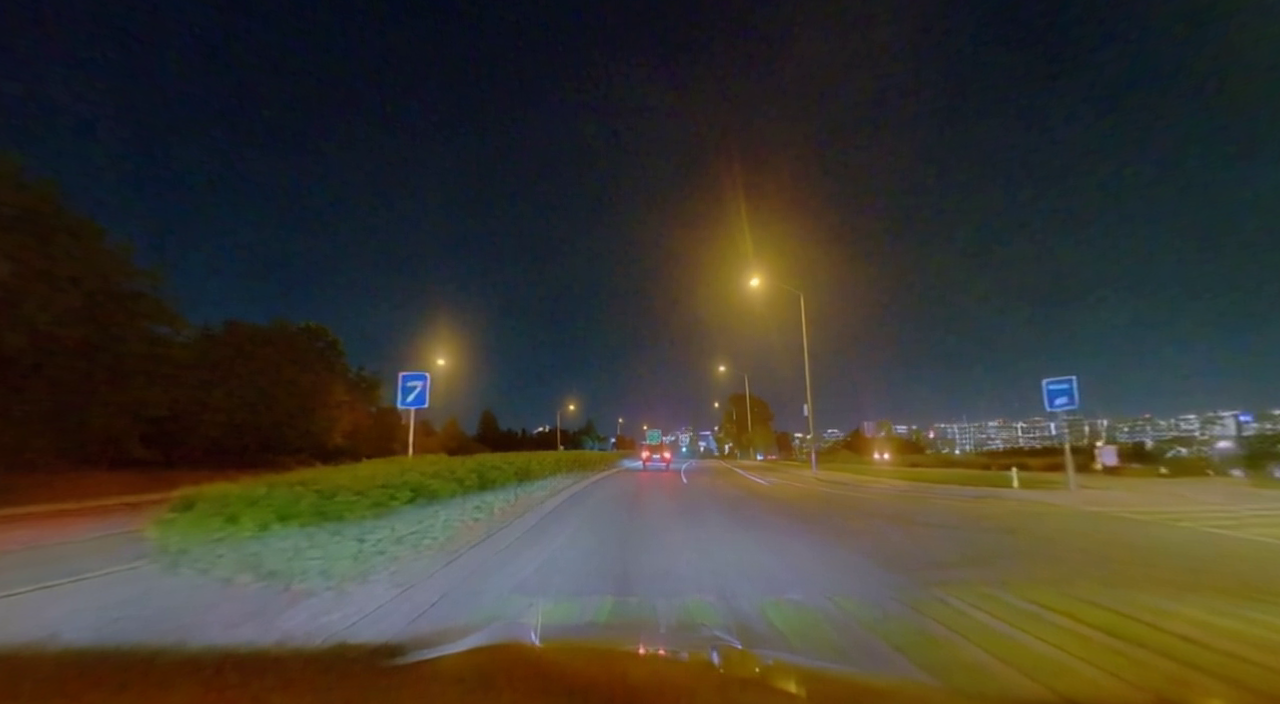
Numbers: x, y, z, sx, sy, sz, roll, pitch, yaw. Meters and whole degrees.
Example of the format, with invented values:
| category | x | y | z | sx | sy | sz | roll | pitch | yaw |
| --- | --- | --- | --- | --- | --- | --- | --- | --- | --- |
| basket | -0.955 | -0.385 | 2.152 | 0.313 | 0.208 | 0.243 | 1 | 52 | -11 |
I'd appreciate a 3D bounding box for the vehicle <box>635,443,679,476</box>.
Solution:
| category | x | y | z | sx | sy | sz | roll | pitch | yaw |
| --- | --- | --- | --- | --- | --- | --- | --- | --- | --- |
| vehicle | 0.916 | 5.582 | 33.089 | 2.158 | 1.600 | 3.865 | 0 | -9 | 2 |
